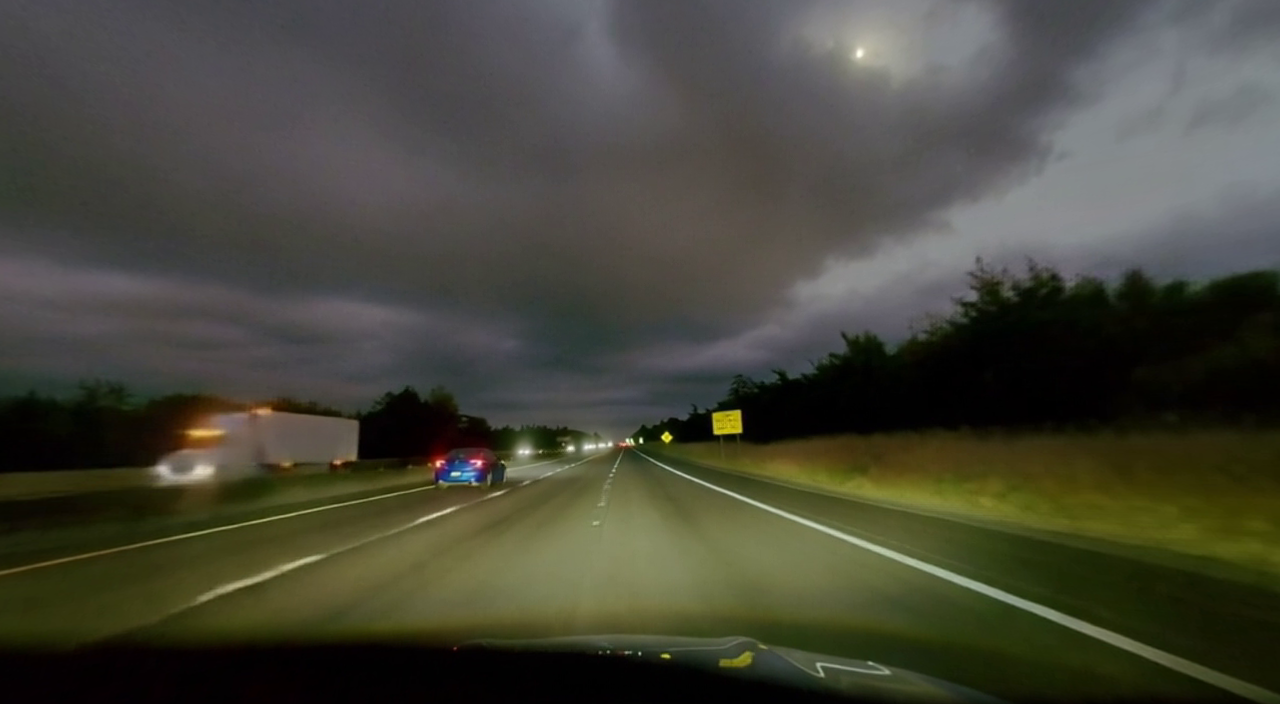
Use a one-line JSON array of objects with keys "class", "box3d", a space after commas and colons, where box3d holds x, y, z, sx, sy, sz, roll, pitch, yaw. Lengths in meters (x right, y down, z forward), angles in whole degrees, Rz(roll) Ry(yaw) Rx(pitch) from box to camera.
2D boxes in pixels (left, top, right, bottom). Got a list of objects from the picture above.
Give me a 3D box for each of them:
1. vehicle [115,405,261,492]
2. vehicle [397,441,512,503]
[{"class": "vehicle", "box3d": [-22.577, 4.869, 32.057, 2.928, 3.915, 5.990, 0, -8, -2]}, {"class": "vehicle", "box3d": [-5.080, 3.330, 17.913, 2.121, 1.537, 3.852, 0, -8, -1]}]
